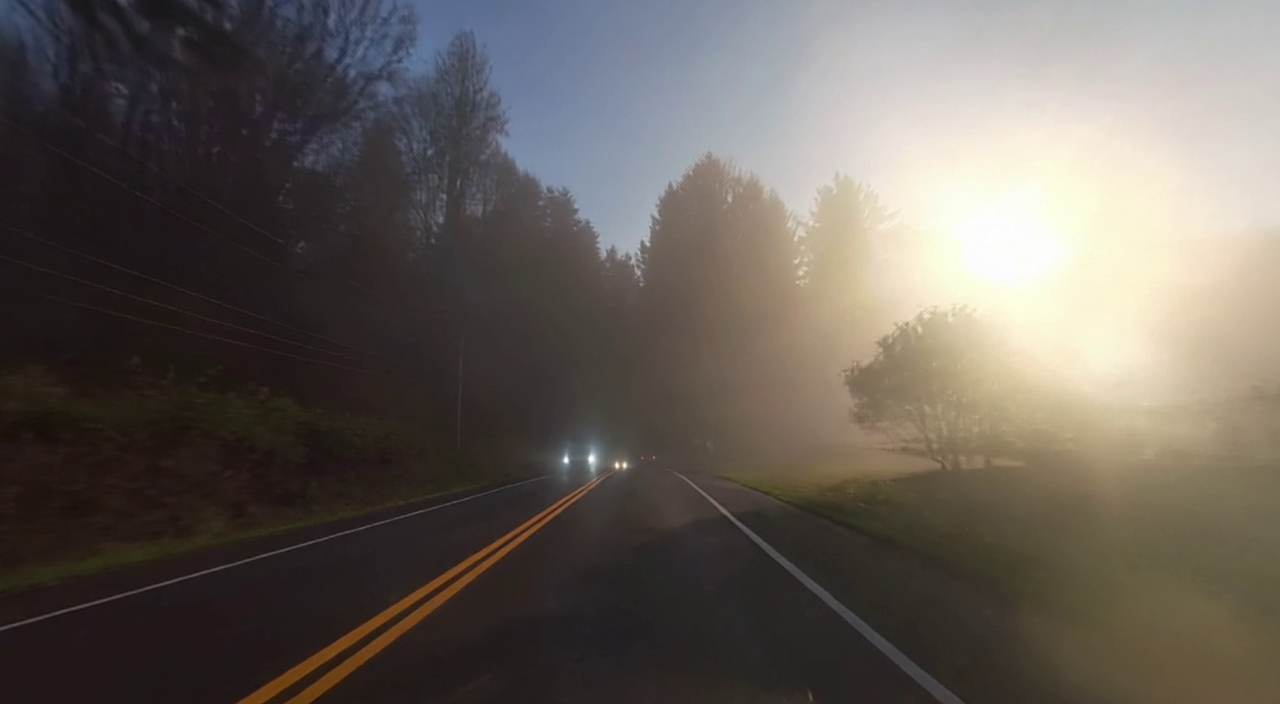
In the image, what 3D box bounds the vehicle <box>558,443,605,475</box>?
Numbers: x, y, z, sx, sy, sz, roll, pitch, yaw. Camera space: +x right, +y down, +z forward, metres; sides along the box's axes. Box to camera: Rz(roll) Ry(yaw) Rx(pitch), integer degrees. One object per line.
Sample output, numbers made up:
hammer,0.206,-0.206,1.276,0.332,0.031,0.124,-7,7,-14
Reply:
vehicle,-3.567,6.707,39.733,2.255,1.849,5.576,-1,-9,2
